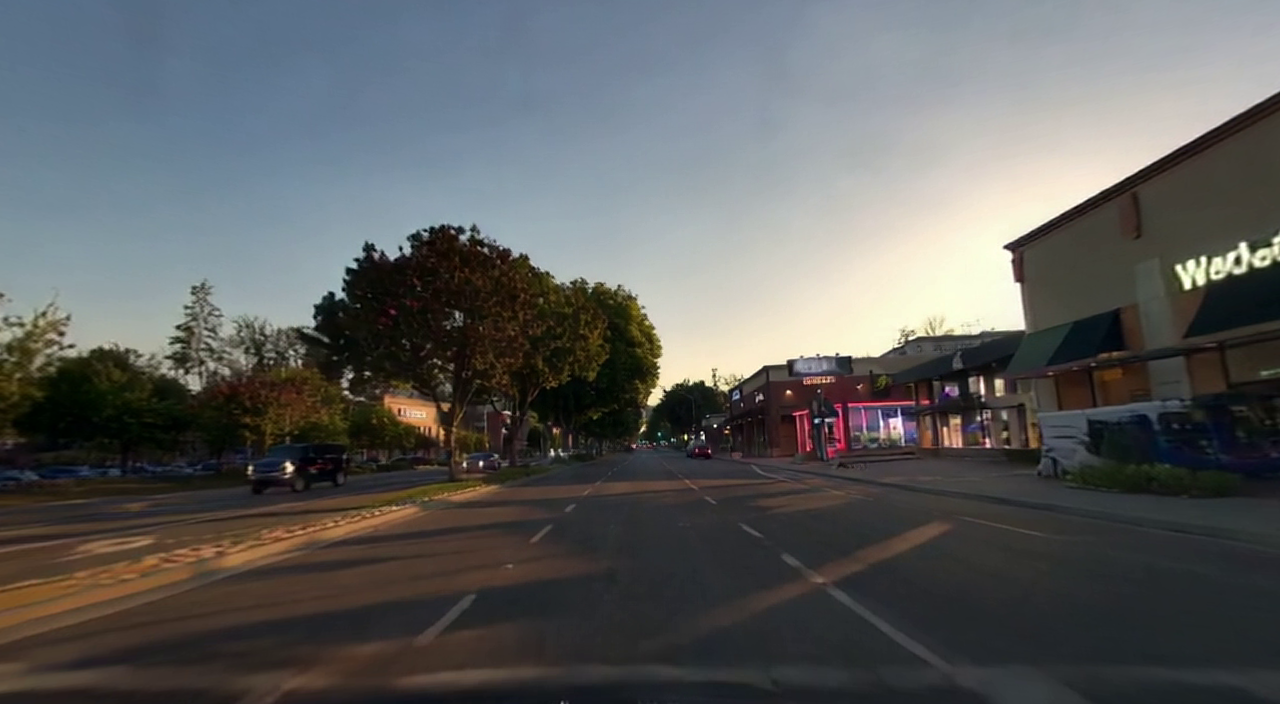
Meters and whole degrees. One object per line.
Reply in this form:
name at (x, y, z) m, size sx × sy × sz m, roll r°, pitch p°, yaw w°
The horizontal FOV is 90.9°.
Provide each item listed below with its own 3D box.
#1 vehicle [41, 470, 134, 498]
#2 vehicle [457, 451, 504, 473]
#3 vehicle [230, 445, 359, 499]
vehicle at (-31.635, 7.551, 36.187) m, size 3.590 × 1.441 × 1.605 m, roll 2°, pitch -9°, yaw -15°
vehicle at (-11.383, 7.862, 45.237) m, size 2.241 × 1.455 × 4.343 m, roll 0°, pitch -8°, yaw 0°
vehicle at (-14.731, 5.080, 27.394) m, size 2.315 × 1.998 × 5.808 m, roll -2°, pitch -8°, yaw 0°
